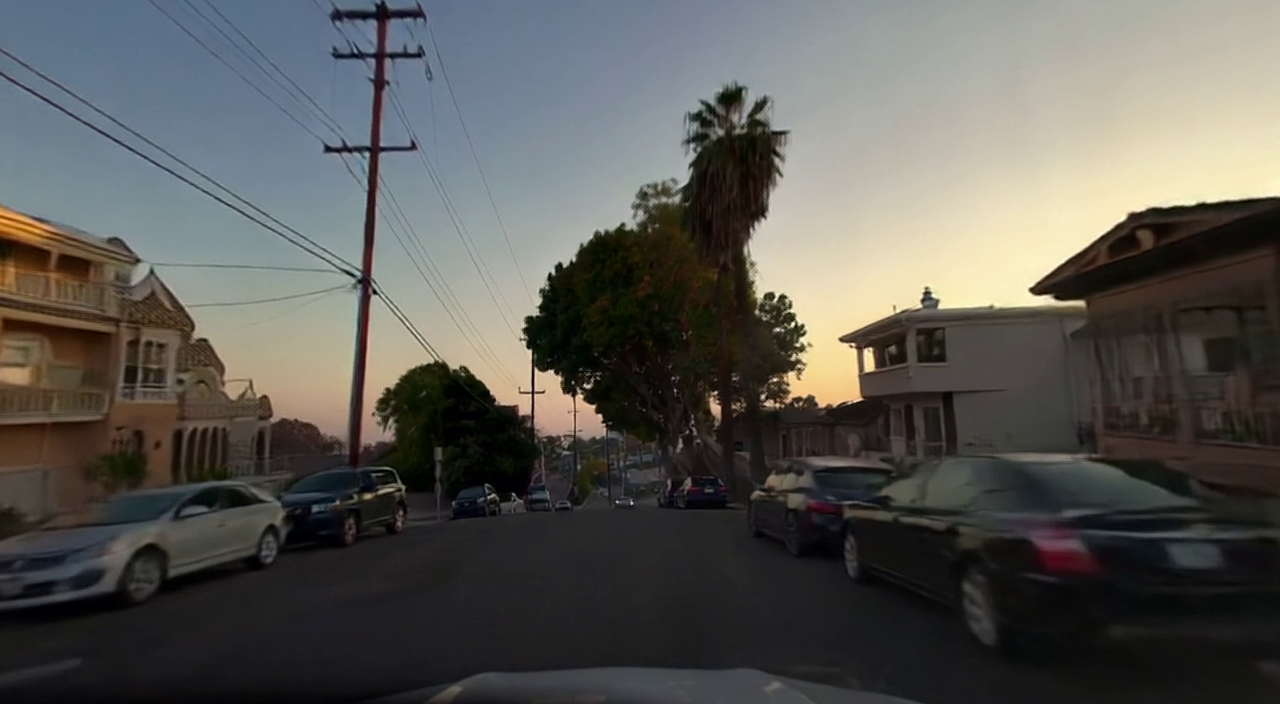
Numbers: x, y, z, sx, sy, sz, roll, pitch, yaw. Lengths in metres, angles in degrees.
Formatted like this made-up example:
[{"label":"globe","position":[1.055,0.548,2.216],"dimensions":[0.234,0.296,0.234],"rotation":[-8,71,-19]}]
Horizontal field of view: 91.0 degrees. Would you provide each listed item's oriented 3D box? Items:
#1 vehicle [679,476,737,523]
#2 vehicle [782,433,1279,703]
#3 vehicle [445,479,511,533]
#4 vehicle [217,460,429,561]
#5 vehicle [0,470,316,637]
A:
[{"label":"vehicle","position":[2.572,5.705,24.670],"dimensions":[1.756,1.455,3.965],"rotation":[0,-8,-1]},{"label":"vehicle","position":[2.980,1.456,5.208],"dimensions":[2.212,1.476,4.678],"rotation":[1,-8,-4]},{"label":"vehicle","position":[-7.047,6.735,27.926],"dimensions":[1.933,1.824,5.142],"rotation":[0,-8,-4]},{"label":"vehicle","position":[-6.724,3.384,14.292],"dimensions":[2.017,1.683,5.412],"rotation":[0,-8,0]},{"label":"vehicle","position":[-6.516,2.420,8.513],"dimensions":[1.960,1.437,4.454],"rotation":[0,-8,-1]}]
